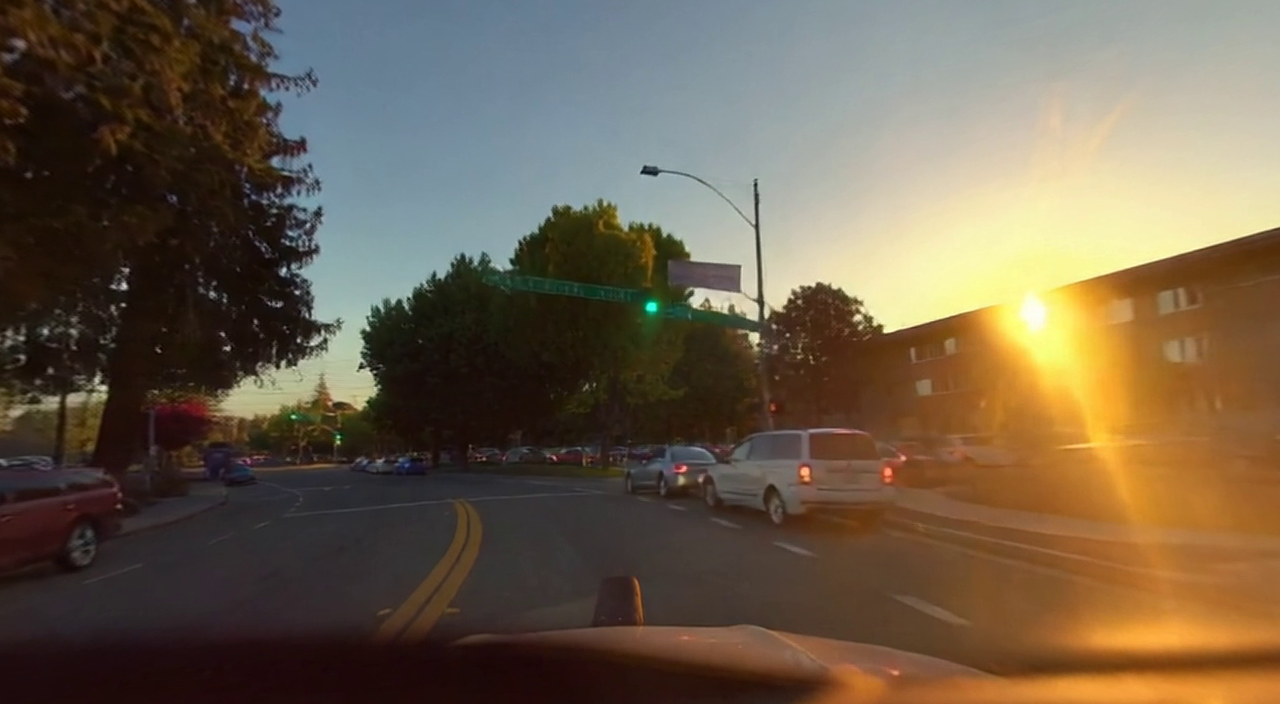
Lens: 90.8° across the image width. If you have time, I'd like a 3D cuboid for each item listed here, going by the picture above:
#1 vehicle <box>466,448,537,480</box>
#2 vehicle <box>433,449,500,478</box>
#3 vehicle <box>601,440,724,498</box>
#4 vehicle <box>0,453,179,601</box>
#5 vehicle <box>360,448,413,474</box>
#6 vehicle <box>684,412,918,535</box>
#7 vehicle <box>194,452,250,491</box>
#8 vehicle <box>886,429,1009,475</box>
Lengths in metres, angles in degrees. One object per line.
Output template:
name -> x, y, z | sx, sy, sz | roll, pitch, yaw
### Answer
vehicle -> -7.197, 5.695, 32.512 | 1.884, 1.508, 4.713 | 5, -10, -34
vehicle -> -10.151, 6.454, 36.805 | 2.016, 1.509, 4.789 | 6, -10, -38
vehicle -> 0.502, 3.448, 19.150 | 2.066, 1.509, 4.579 | 3, -9, -21
vehicle -> -8.222, 2.177, 8.004 | 2.142, 1.483, 4.629 | -3, -7, -13
vehicle -> -19.961, 8.521, 49.535 | 2.255, 1.863, 5.629 | 6, -10, -38
vehicle -> 2.618, 2.153, 11.936 | 2.289, 1.785, 4.944 | 1, -8, -12
vehicle -> -23.553, 6.607, 35.482 | 2.171, 1.838, 5.344 | 2, -8, -38
vehicle -> 11.457, 3.659, 23.448 | 4.577, 1.531, 2.098 | 6, -10, -36
